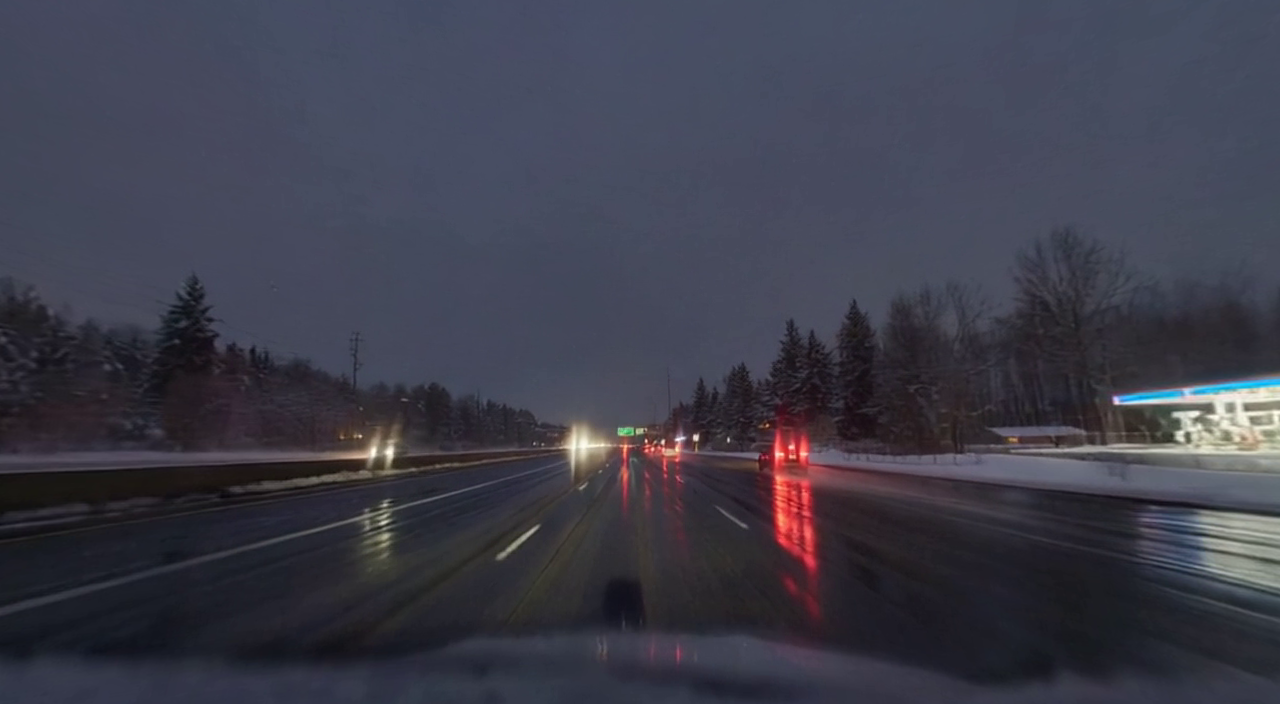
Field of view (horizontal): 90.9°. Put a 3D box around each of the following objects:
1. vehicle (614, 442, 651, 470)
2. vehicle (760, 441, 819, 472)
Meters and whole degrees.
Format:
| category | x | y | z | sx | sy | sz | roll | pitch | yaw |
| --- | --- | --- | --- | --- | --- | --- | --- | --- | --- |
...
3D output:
| category | x | y | z | sx | sy | sz | roll | pitch | yaw |
| --- | --- | --- | --- | --- | --- | --- | --- | --- | --- |
| vehicle | -0.453 | 5.912 | 36.175 | 1.999 | 1.473 | 4.351 | 0 | -8 | -1 |
| vehicle | 7.503 | 5.296 | 32.146 | 1.867 | 1.463 | 4.295 | 0 | -8 | -1 |
